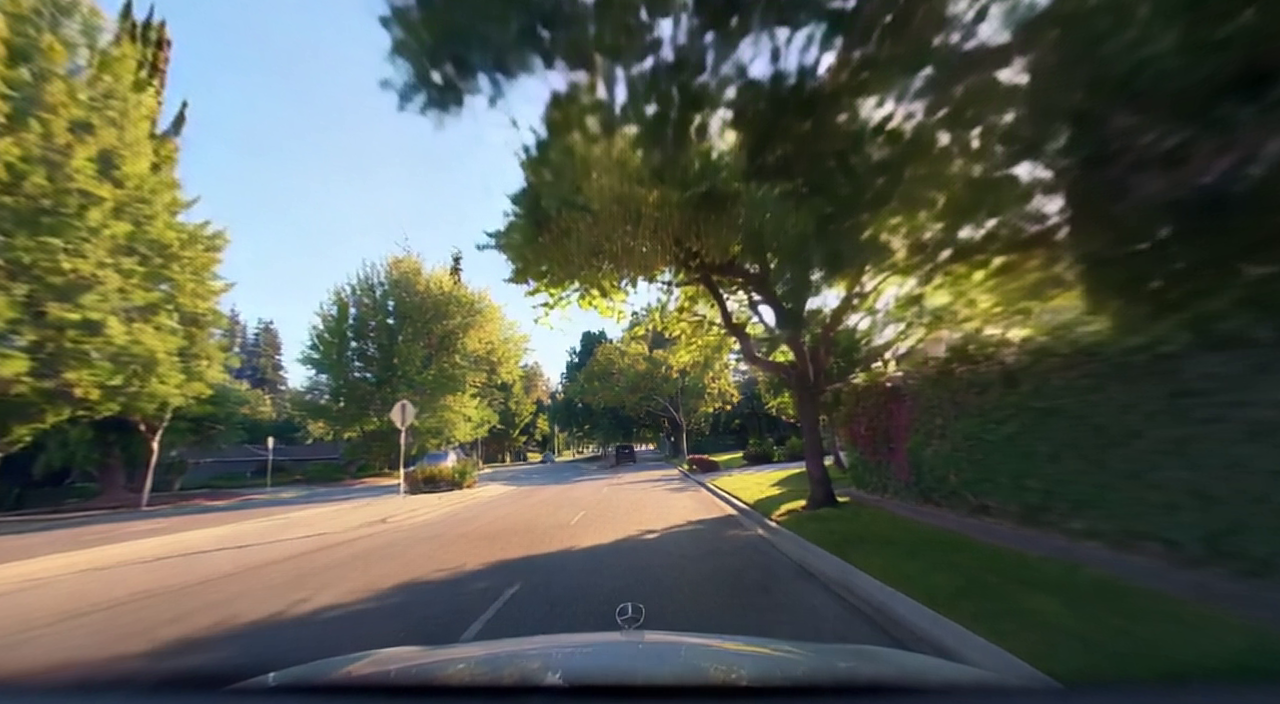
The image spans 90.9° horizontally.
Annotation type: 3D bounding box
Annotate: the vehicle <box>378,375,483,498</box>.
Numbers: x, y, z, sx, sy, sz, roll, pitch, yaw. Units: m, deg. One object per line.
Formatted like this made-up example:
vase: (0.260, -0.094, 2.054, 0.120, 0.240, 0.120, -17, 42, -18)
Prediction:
vehicle: (-6.829, 2.807, 20.993, 2.365, 3.642, 3.374, -2, -8, -1)
